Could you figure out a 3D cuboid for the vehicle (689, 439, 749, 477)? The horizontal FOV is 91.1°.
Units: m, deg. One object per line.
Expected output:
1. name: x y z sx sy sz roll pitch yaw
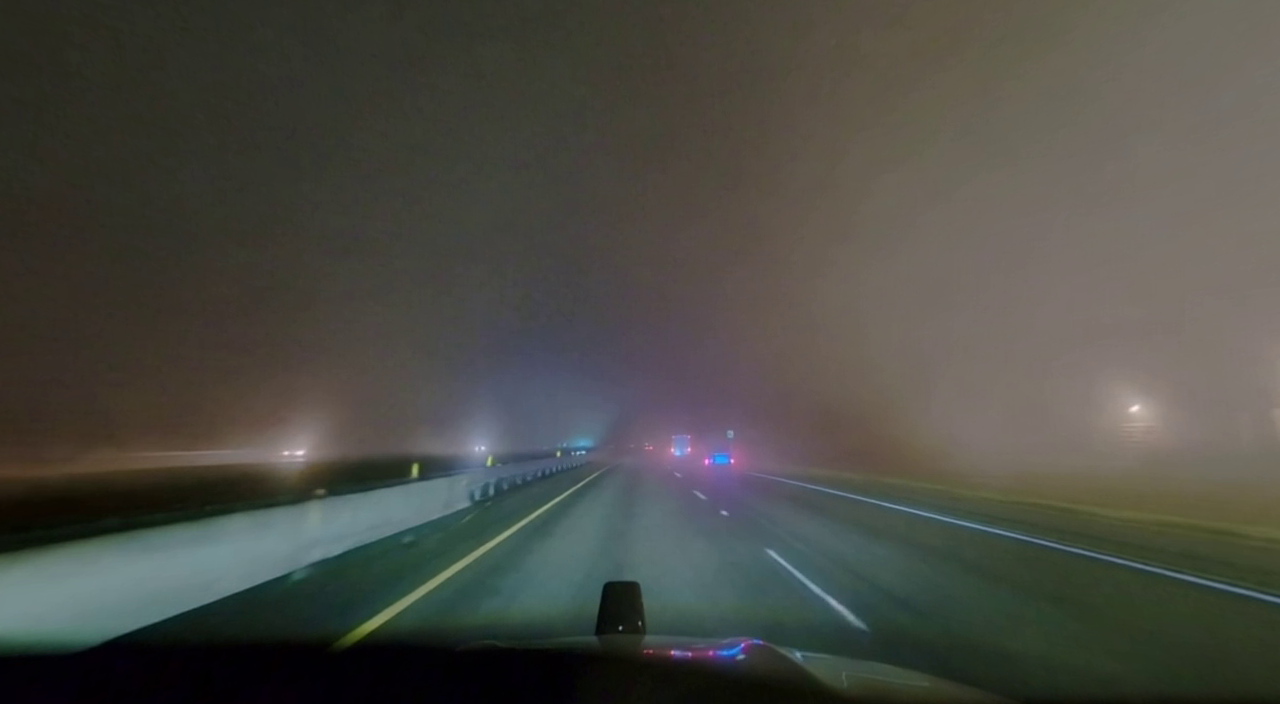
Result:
1. vehicle: 3.429 4.721 28.144 2.044 1.527 4.658 0 -8 -1
